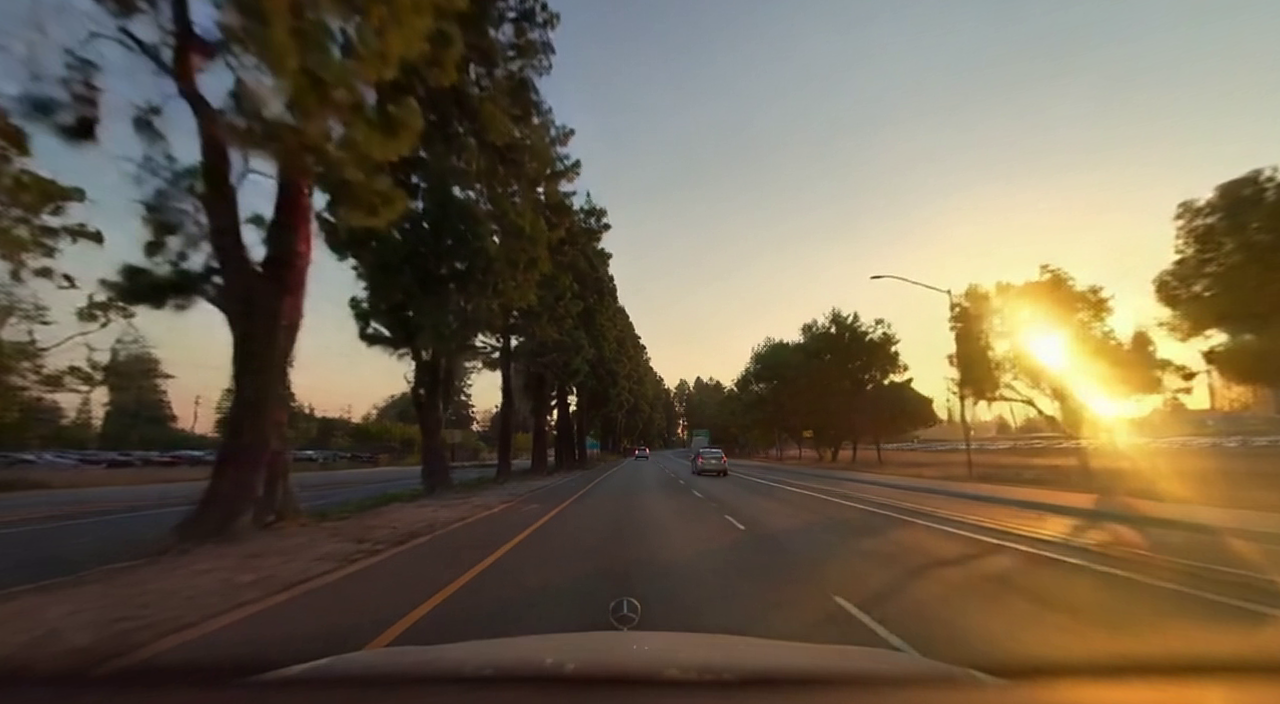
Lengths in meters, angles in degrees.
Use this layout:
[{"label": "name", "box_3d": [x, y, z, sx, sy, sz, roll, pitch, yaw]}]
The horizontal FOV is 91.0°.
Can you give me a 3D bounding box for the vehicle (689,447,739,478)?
[{"label": "vehicle", "box_3d": [3.918, 5.943, 34.034, 2.115, 1.522, 4.330, 0, -9, -1]}]
